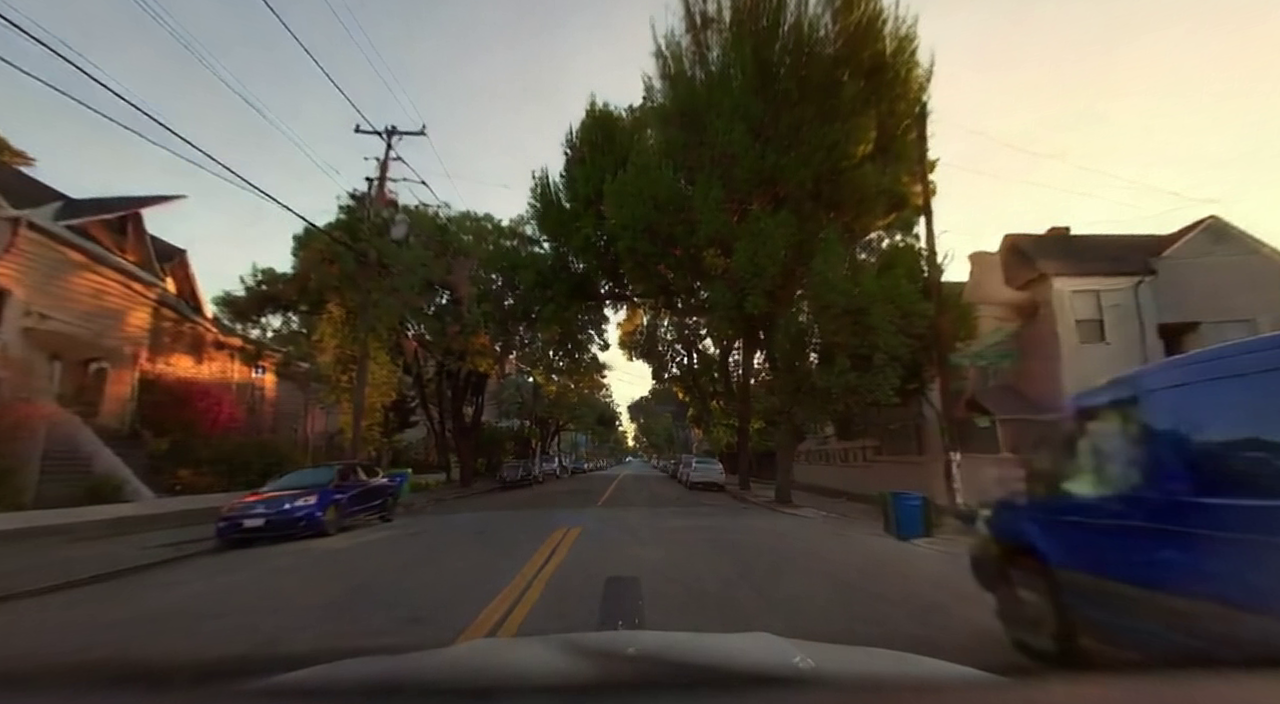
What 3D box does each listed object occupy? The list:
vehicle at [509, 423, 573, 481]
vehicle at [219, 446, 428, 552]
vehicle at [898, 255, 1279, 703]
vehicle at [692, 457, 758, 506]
[{"bbox_3d":[-6.652,6.974,43.481,3.115,3.562,7.695,-2,-10,1],"label":"vehicle"},{"bbox_3d":[-6.486,2.994,13.698,2.057,1.632,4.730,-1,-6,1],"label":"vehicle"},{"bbox_3d":[3.195,0.726,2.542,2.145,1.935,5.054,0,-8,0],"label":"vehicle"},{"bbox_3d":[3.304,5.132,25.379,2.010,1.661,4.615,0,-8,0],"label":"vehicle"}]
